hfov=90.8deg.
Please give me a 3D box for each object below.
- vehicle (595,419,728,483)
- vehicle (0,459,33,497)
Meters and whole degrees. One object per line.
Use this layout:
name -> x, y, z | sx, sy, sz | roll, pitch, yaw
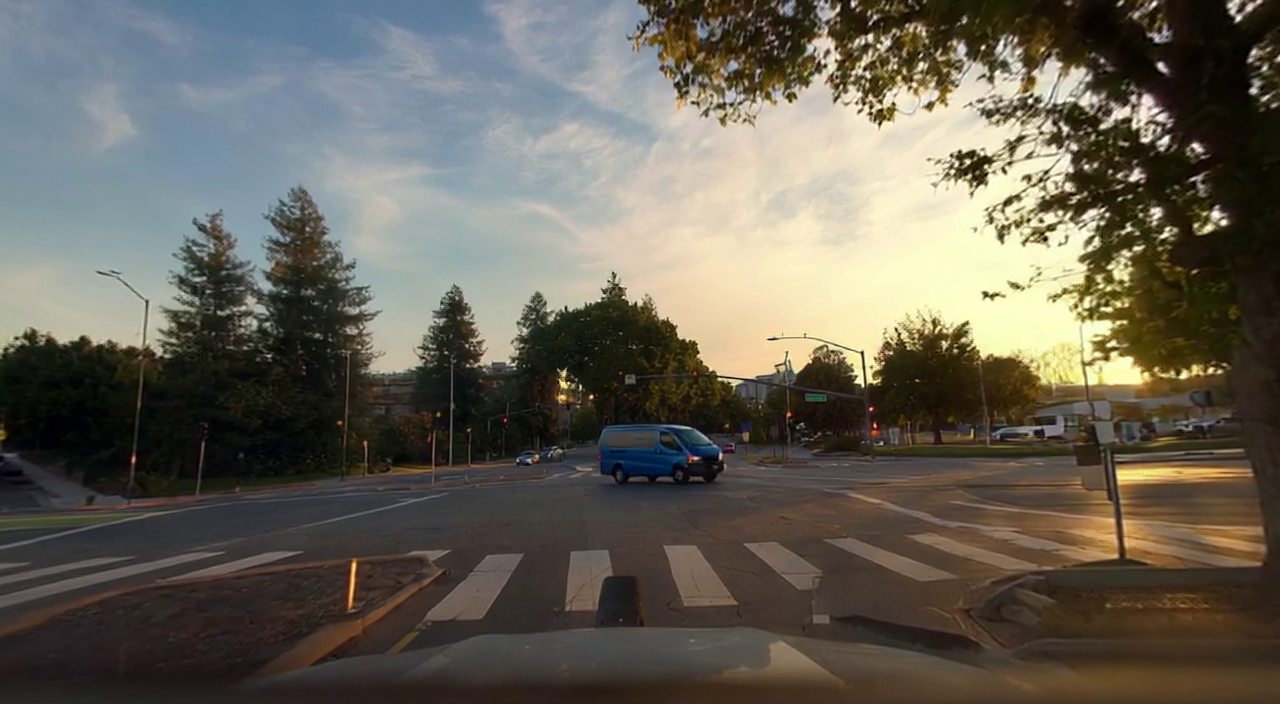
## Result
vehicle -> 0.770, 4.235, 27.261 | 2.465, 2.404, 5.791 | 7, -11, -39
vehicle -> -47.651, 9.373, 47.119 | 2.529, 2.543, 5.861 | 6, -10, -37
